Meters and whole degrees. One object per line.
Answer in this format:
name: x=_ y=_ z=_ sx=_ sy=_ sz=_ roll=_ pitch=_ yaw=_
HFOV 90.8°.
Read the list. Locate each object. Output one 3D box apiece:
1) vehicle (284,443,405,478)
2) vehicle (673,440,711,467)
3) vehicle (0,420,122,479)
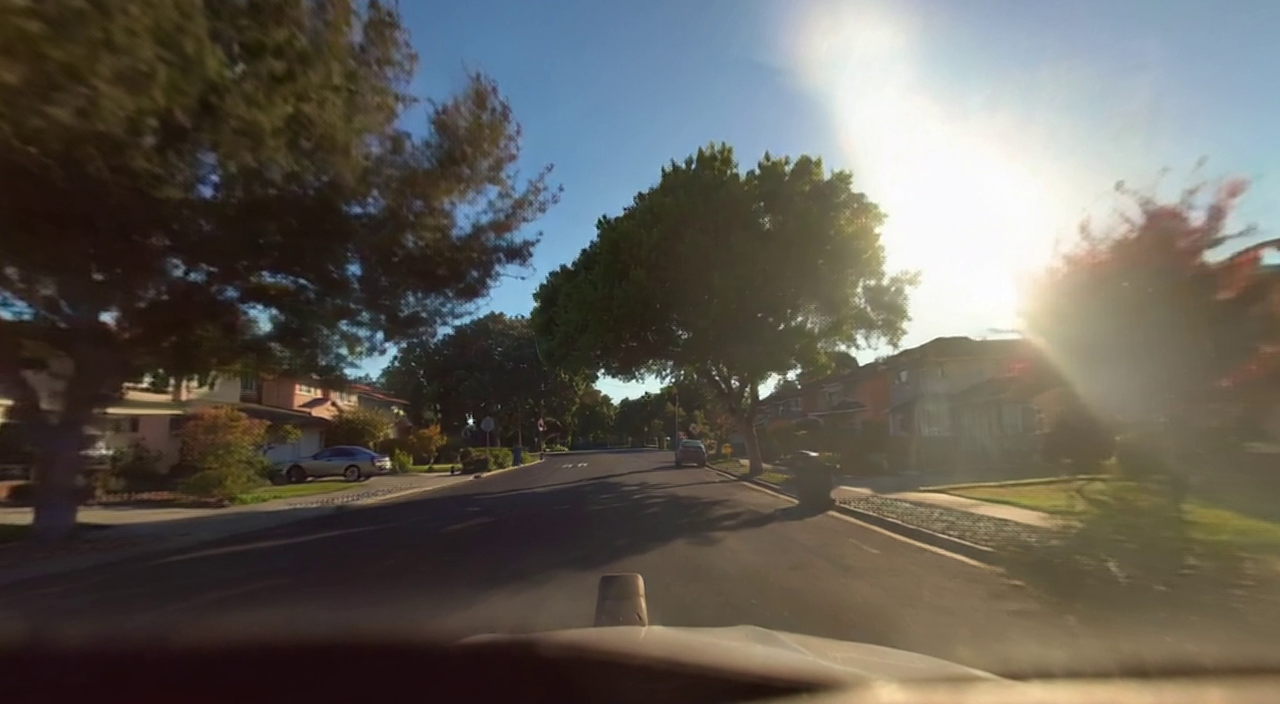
vehicle: x=-13.476 y=4.974 z=29.066 sx=4.572 sy=1.522 sz=1.999 roll=0 pitch=-9 yaw=-4
vehicle: x=3.019 y=6.011 z=37.497 sx=1.975 sy=1.528 sz=4.000 roll=0 pitch=-9 yaw=1
vehicle: x=-18.562 y=2.942 z=19.094 sx=4.093 sy=1.661 sz=1.765 roll=0 pitch=-8 yaw=-5
